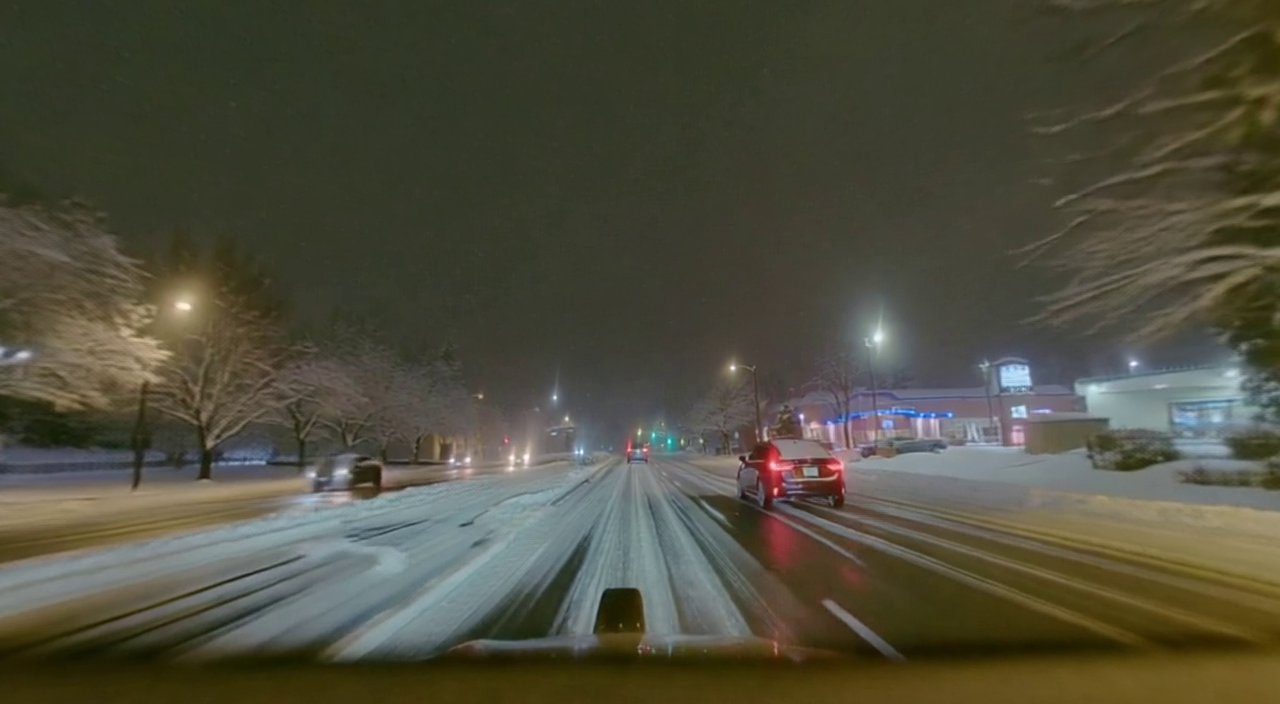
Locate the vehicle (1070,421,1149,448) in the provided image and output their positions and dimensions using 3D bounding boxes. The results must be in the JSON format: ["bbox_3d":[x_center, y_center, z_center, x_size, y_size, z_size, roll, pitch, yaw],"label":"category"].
[{"bbox_3d":[35.612,6.313,48.017,4.356,1.913,2.003,-1,-8,-2],"label":"vehicle"}]

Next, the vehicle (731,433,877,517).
[{"bbox_3d":[3.520,2.737,14.631,1.995,1.616,4.729,0,-9,-1],"label":"vehicle"}]

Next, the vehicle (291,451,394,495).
[{"bbox_3d":[-12.470,5.066,26.883,2.044,1.631,4.777,0,-9,0],"label":"vehicle"}]

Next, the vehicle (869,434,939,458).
[{"bbox_3d":[19.969,7.142,47.881,4.376,1.735,1.854,0,-9,-2],"label":"vehicle"}]
